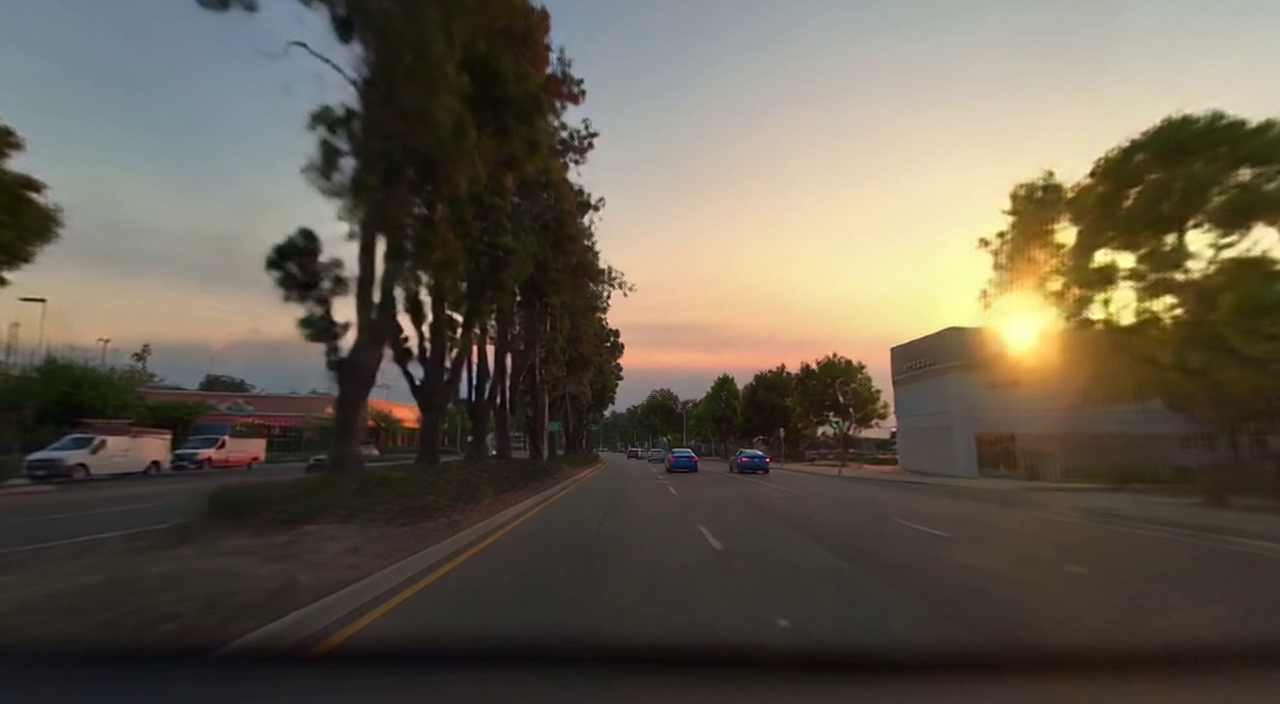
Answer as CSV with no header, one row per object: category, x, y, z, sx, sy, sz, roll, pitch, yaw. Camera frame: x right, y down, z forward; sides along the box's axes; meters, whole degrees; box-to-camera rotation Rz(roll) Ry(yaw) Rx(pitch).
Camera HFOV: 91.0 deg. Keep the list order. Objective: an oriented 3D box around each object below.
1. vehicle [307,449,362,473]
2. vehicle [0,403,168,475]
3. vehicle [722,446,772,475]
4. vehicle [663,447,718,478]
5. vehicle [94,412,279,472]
vehicle,-20.181,7.218,41.785,1.730,1.516,3.847,0,-9,-1
vehicle,-26.922,4.110,29.470,6.822,3.138,2.979,3,-9,-17
vehicle,5.962,6.087,35.504,1.886,1.528,4.169,1,-9,-3
vehicle,2.493,5.617,32.318,2.256,1.451,4.313,1,-9,-3
vehicle,-26.462,5.355,37.216,8.121,3.260,2.889,2,-9,-12
